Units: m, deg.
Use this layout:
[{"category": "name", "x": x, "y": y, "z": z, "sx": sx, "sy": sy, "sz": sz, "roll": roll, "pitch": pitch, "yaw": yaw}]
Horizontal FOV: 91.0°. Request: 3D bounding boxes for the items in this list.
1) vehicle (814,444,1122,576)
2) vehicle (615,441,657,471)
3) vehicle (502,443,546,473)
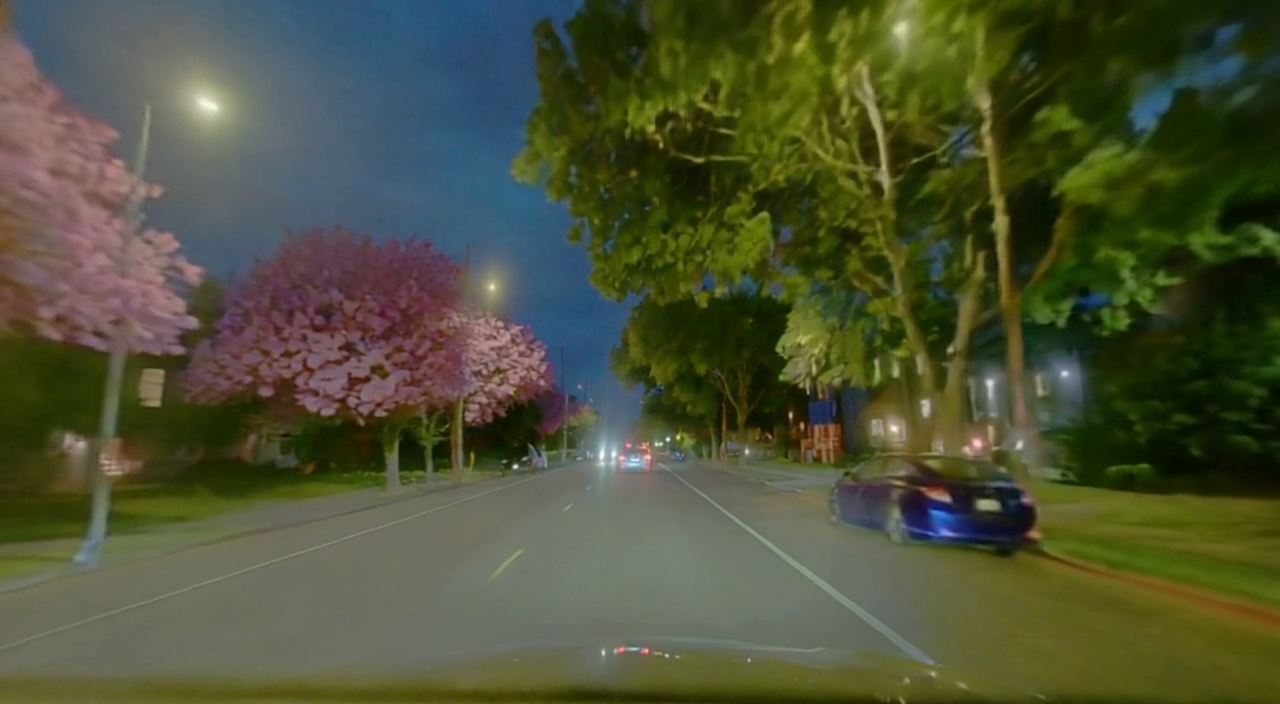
[{"category": "vehicle", "x": 4.464, "y": 2.181, "z": 9.793, "sx": 1.977, "sy": 1.481, "sz": 5.155, "roll": 0, "pitch": -8, "yaw": -1}, {"category": "vehicle", "x": -0.236, "y": 5.607, "z": 34.149, "sx": 2.104, "sy": 1.500, "sz": 3.815, "roll": 0, "pitch": -8, "yaw": -1}, {"category": "vehicle", "x": -7.649, "y": 7.048, "z": 41.739, "sx": 2.022, "sy": 1.795, "sz": 4.337, "roll": -3, "pitch": -10, "yaw": 1}]
